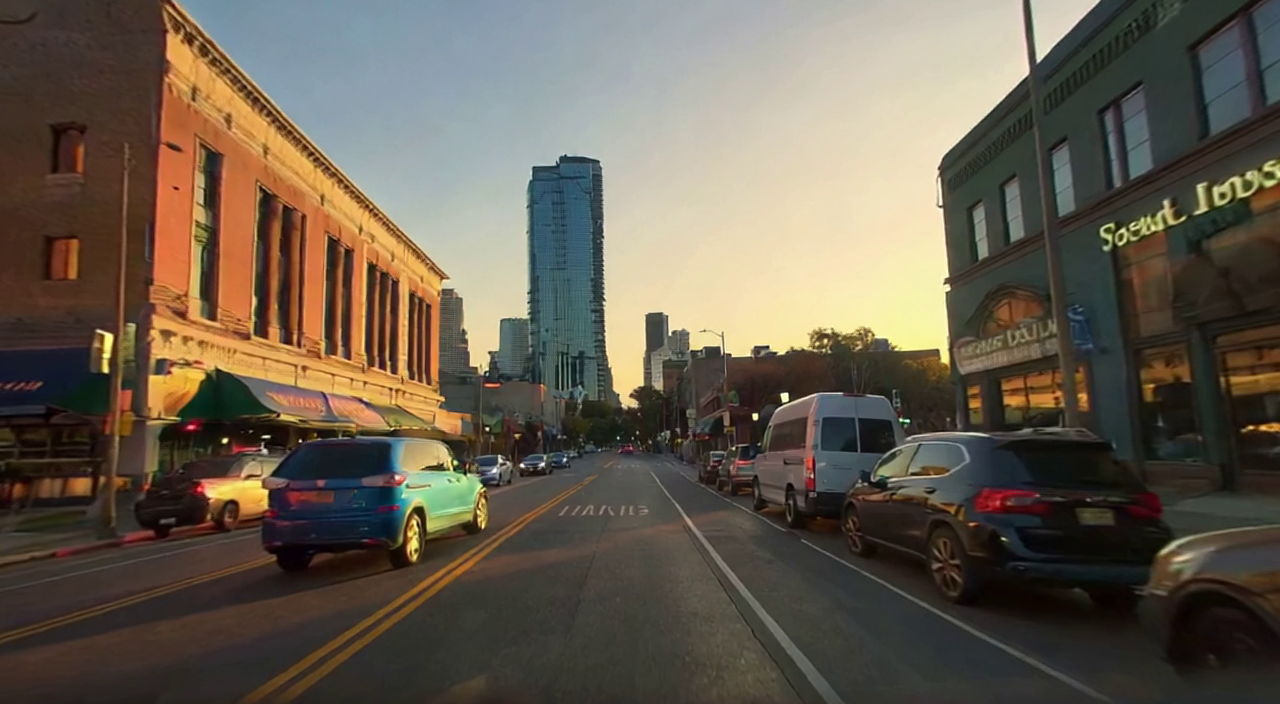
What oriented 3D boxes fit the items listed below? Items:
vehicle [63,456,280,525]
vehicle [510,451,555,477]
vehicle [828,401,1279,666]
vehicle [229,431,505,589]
[{"bbox_3d":[-13.847,4.083,19.076,4.676,1.807,2.106,2,-9,-15],"label":"vehicle"},{"bbox_3d":[-6.720,7.034,39.991,1.993,1.484,4.812,0,-8,0],"label":"vehicle"},{"bbox_3d":[3.926,1.614,6.923,2.040,1.790,5.044,0,-8,-1],"label":"vehicle"},{"bbox_3d":[-3.246,1.930,8.666,2.024,1.579,4.300,0,-8,-3],"label":"vehicle"}]
